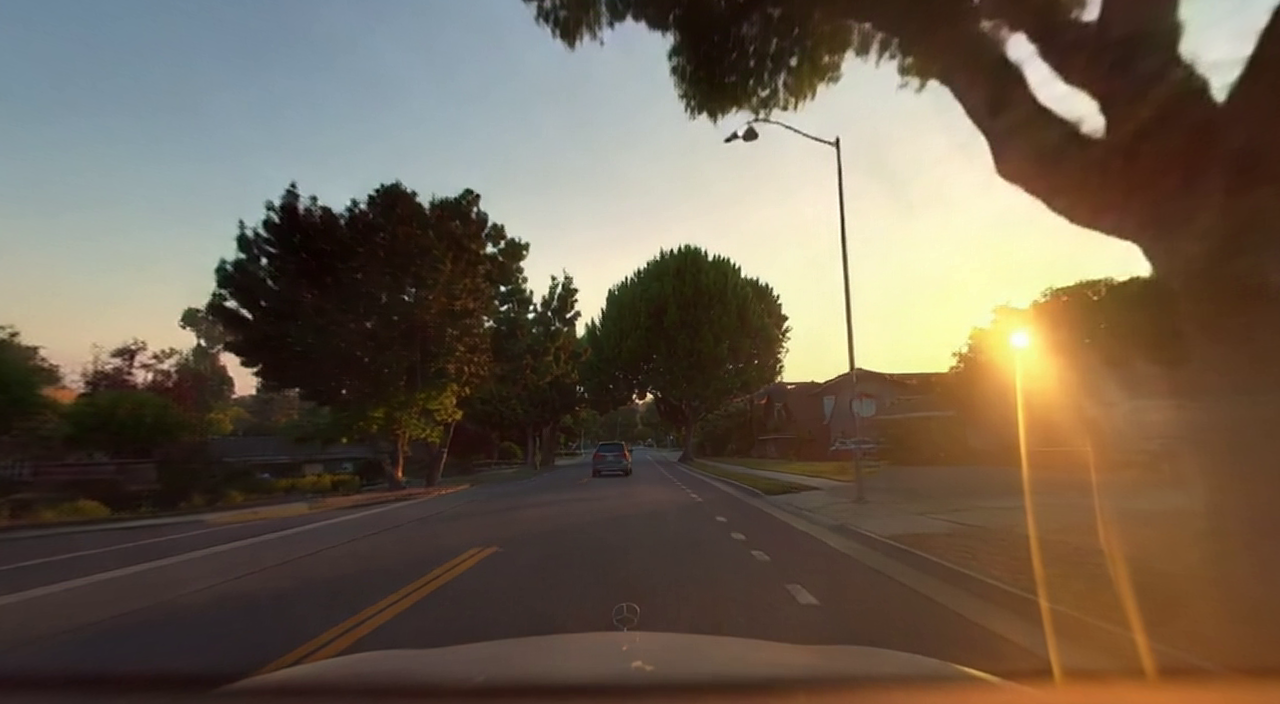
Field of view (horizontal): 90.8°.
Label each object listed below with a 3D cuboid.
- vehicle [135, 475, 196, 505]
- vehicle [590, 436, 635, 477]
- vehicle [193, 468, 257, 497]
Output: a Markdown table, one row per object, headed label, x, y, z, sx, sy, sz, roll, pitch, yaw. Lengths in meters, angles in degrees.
| label | x | y | z | sx | sy | sz | roll | pitch | yaw |
| --- | --- | --- | --- | --- | --- | --- | --- | --- | --- |
| vehicle | -29.965 | 8.683 | 40.033 | 1.926 | 1.552 | 4.355 | 3 | -9 | -21 |
| vehicle | -1.412 | 5.634 | 34.287 | 2.210 | 2.023 | 4.663 | 0 | -8 | 0 |
| vehicle | -31.068 | 9.743 | 47.295 | 3.633 | 1.696 | 1.754 | -6 | -9 | 0 |
